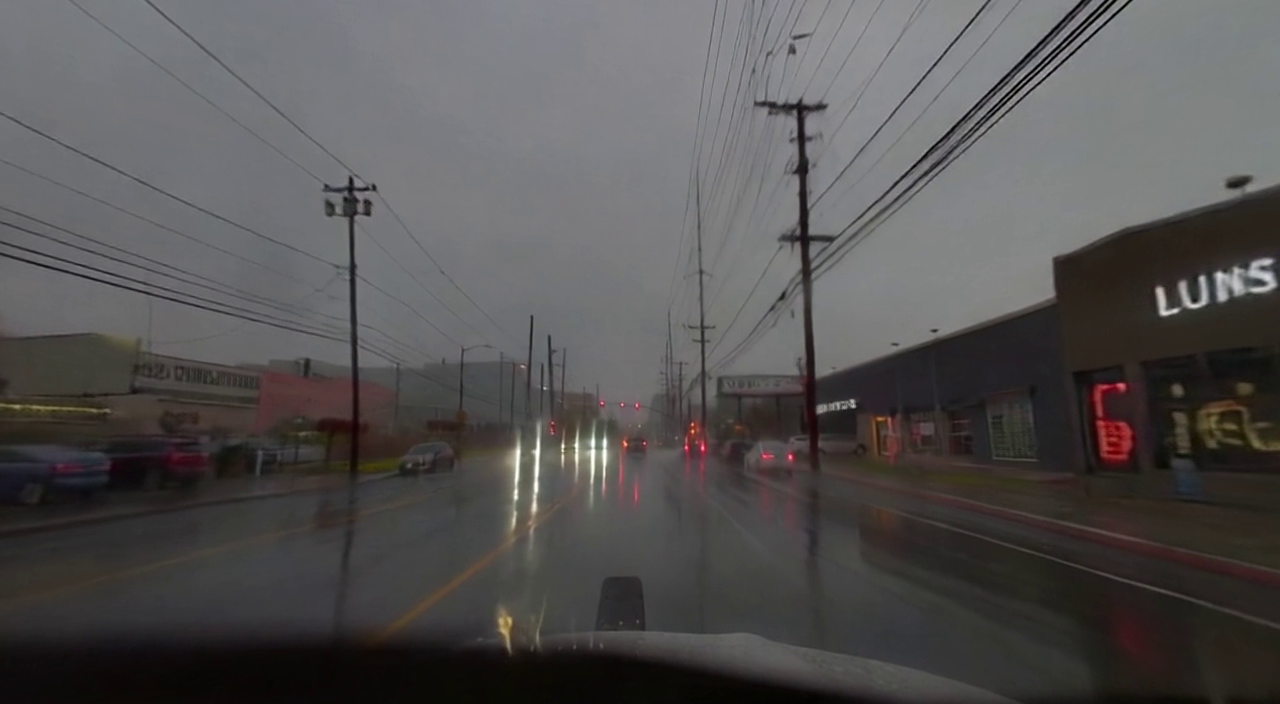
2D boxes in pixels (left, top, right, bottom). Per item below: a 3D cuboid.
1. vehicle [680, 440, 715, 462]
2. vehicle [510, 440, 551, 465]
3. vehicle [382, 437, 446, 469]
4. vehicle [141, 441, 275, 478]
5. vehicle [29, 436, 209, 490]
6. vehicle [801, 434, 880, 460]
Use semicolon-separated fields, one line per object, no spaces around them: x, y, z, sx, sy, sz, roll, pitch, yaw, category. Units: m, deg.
4.009;6.945;44.469;1.926;1.482;4.442;0;-8;-1;vehicle
-7.412;6.843;43.117;1.952;1.536;4.623;0;-9;0;vehicle
-13.814;6.195;38.954;2.044;1.830;4.800;-1;-9;2;vehicle
-19.392;4.831;28.480;4.667;1.539;1.976;-1;-9;4;vehicle
-18.370;3.921;22.476;4.455;1.772;2.048;0;-9;-3;vehicle
15.168;7.180;47.974;5.307;1.877;2.052;0;-8;-1;vehicle
